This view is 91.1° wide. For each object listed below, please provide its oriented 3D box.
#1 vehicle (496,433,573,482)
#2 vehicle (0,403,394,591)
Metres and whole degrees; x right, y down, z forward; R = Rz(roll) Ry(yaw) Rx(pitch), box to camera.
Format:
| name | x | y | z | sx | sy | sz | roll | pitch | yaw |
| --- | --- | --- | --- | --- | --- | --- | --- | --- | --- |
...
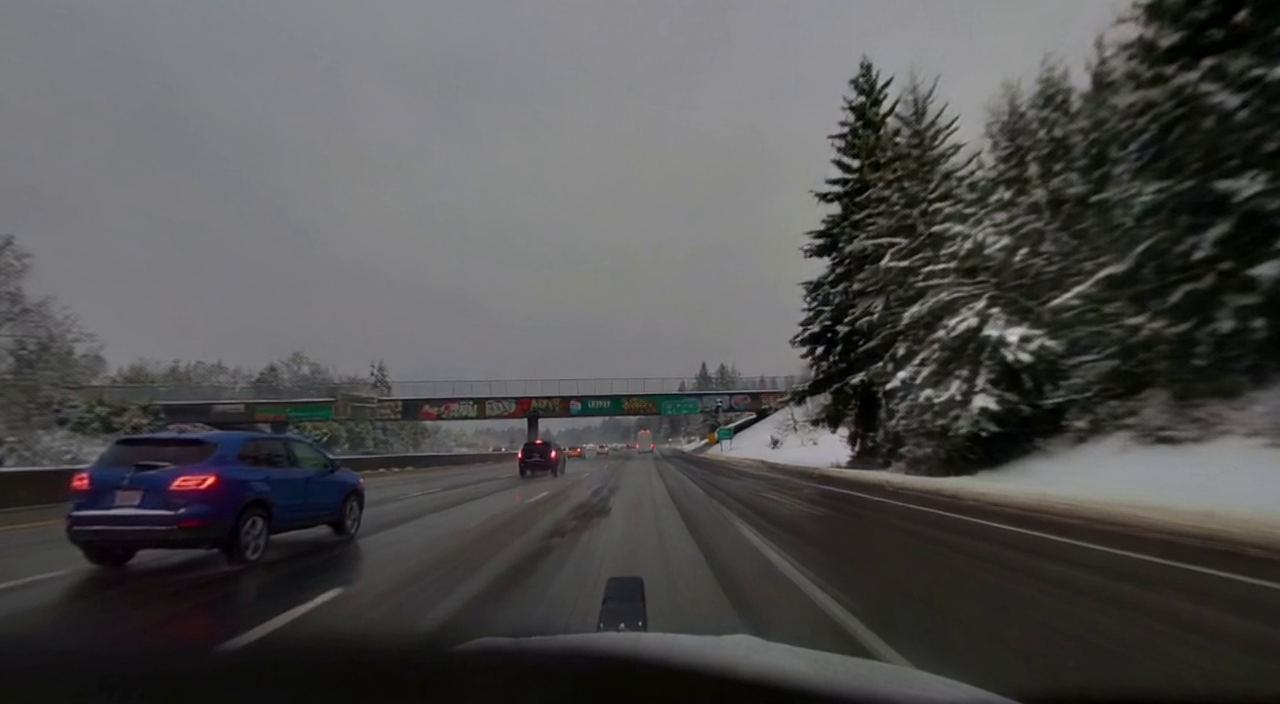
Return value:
| name | x | y | z | sx | sy | sz | roll | pitch | yaw |
| --- | --- | --- | --- | --- | --- | --- | --- | --- | --- |
| vehicle | -4.021 | 4.112 | 24.669 | 2.154 | 1.693 | 4.394 | 1 | -9 | 1 |
| vehicle | -4.801 | 1.587 | 7.629 | 1.969 | 1.633 | 3.962 | 1 | -9 | 0 |
